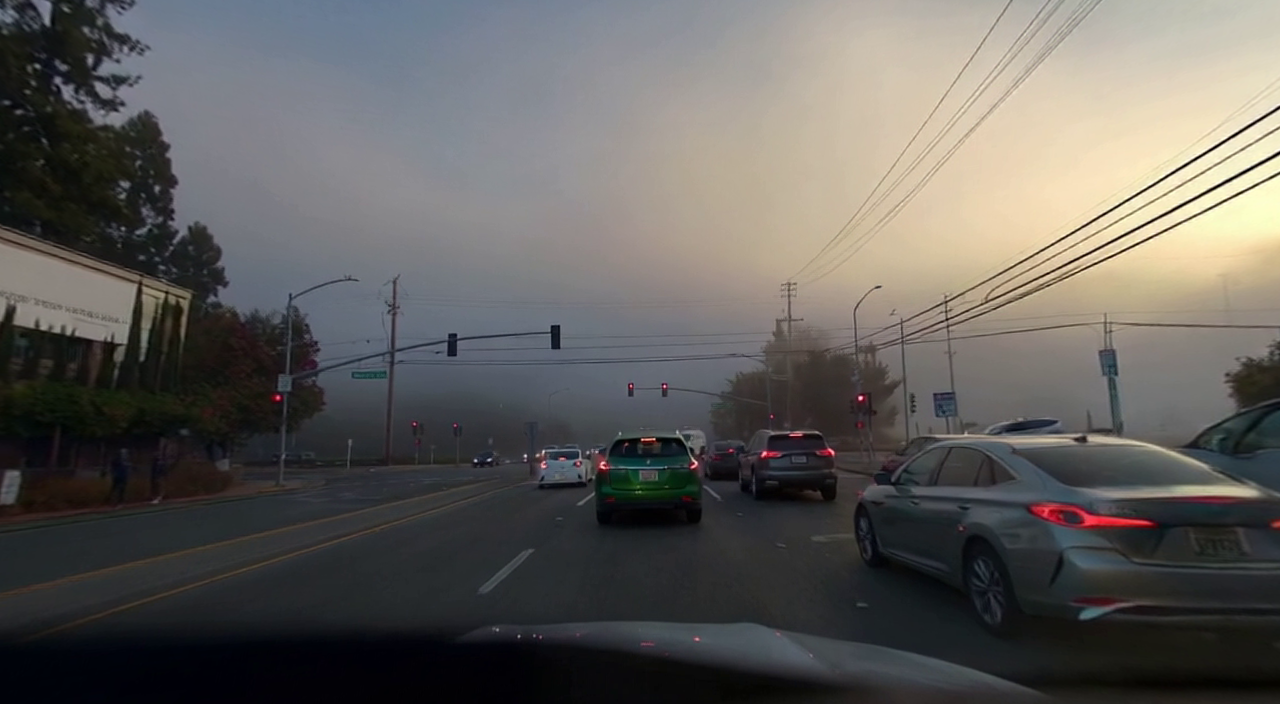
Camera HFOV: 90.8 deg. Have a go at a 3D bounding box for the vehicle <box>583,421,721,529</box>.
[{"bbox_3d":[0.185,2.216,11.891,2.149,1.668,3.962,0,-9,0],"label":"vehicle"}]

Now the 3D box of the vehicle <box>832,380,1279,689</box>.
[{"bbox_3d":[3.339,1.273,5.526,1.998,1.620,4.267,0,-9,1],"label":"vehicle"}]

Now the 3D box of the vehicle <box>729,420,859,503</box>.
[{"bbox_3d":[3.698,2.747,16.229,2.060,1.789,4.712,0,-9,-1],"label":"vehicle"}]
